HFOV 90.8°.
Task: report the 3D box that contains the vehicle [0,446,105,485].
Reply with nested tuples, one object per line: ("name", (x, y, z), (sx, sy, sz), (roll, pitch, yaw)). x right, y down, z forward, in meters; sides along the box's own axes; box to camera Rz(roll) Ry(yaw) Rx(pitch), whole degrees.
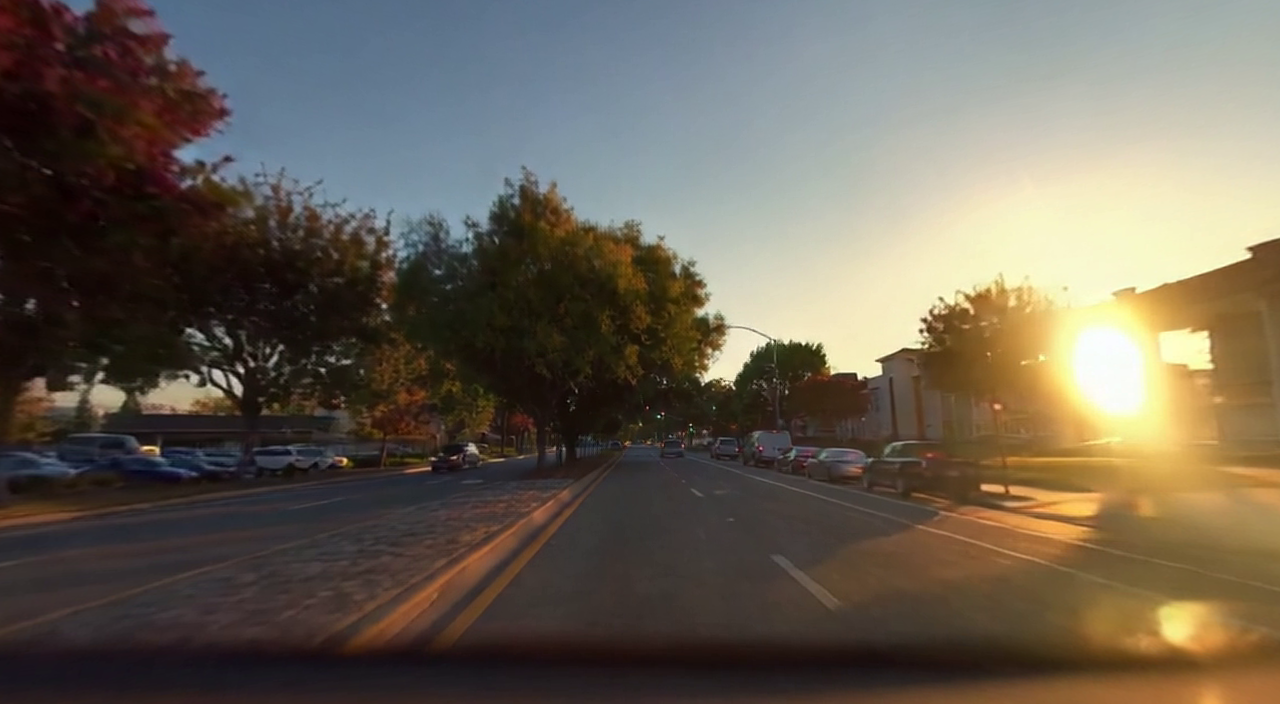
("vehicle", (-25.314, 4.632, 26.010), (1.893, 1.477, 4.621), (-3, -9, 15))

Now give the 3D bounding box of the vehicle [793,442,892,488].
("vehicle", (7.161, 4.017, 22.934), (1.862, 1.464, 4.892), (0, -8, -1))

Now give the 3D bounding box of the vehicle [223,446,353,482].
("vehicle", (-15.405, 4.891, 27.788), (4.635, 1.457, 2.060), (-2, -8, 10))

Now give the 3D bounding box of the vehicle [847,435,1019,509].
("vehicle", (7.393, 3.048, 16.685), (1.951, 1.601, 5.147), (0, -8, -2))

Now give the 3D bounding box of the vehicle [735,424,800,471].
("vehicle", (7.115, 5.413, 36.103), (2.323, 2.433, 5.901), (0, -8, -1))

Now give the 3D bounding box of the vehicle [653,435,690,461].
("vehicle", (2.237, 7.026, 46.277), (2.293, 1.814, 4.589), (0, -8, -3))

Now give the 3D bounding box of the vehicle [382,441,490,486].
("vehicle", (-8.041, 4.280, 24.681), (2.165, 1.567, 4.700), (7, -11, -43))

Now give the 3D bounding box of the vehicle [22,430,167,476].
("vehicle", (-35.054, 6.593, 40.982), (2.637, 2.648, 6.556), (-4, -10, 14))

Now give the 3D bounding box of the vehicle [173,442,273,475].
("vehicle", (-24.750, 6.395, 37.741), (1.980, 1.780, 4.859), (-4, -11, 12))

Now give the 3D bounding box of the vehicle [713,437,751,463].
("vehicle", (7.017, 7.536, 48.755), (2.088, 1.848, 4.936), (0, -9, -2))
